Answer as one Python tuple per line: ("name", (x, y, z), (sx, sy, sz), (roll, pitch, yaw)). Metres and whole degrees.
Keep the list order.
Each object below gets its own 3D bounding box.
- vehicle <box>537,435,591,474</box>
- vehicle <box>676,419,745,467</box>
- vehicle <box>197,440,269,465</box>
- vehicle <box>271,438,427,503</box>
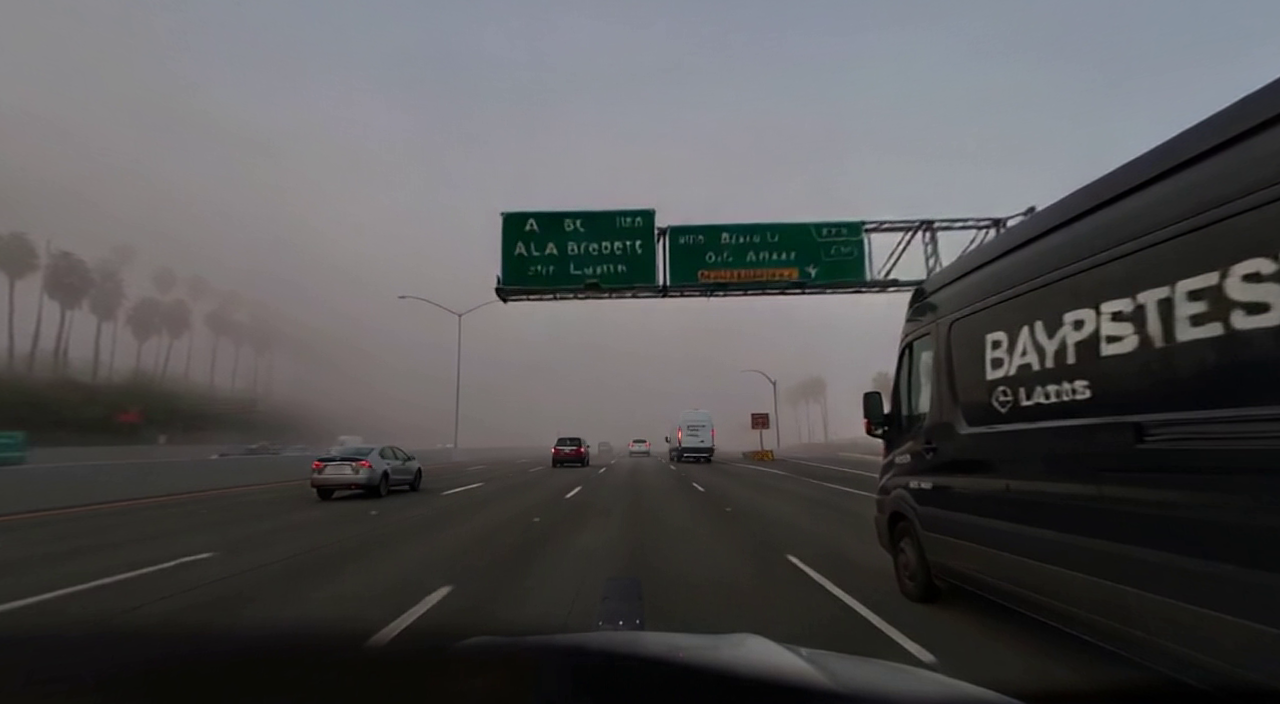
("vehicle", (-3.506, 4.832, 29.879), (2.017, 1.683, 4.094), (0, -9, 0))
("vehicle", (4.256, 6.098, 41.898), (2.891, 2.596, 15.534), (0, -9, 0))
("vehicle", (-31.346, 7.727, 48.709), (2.342, 1.798, 4.902), (0, -9, -1))
("vehicle", (-7.498, 3.087, 16.823), (2.050, 1.487, 4.372), (0, -9, 0))
